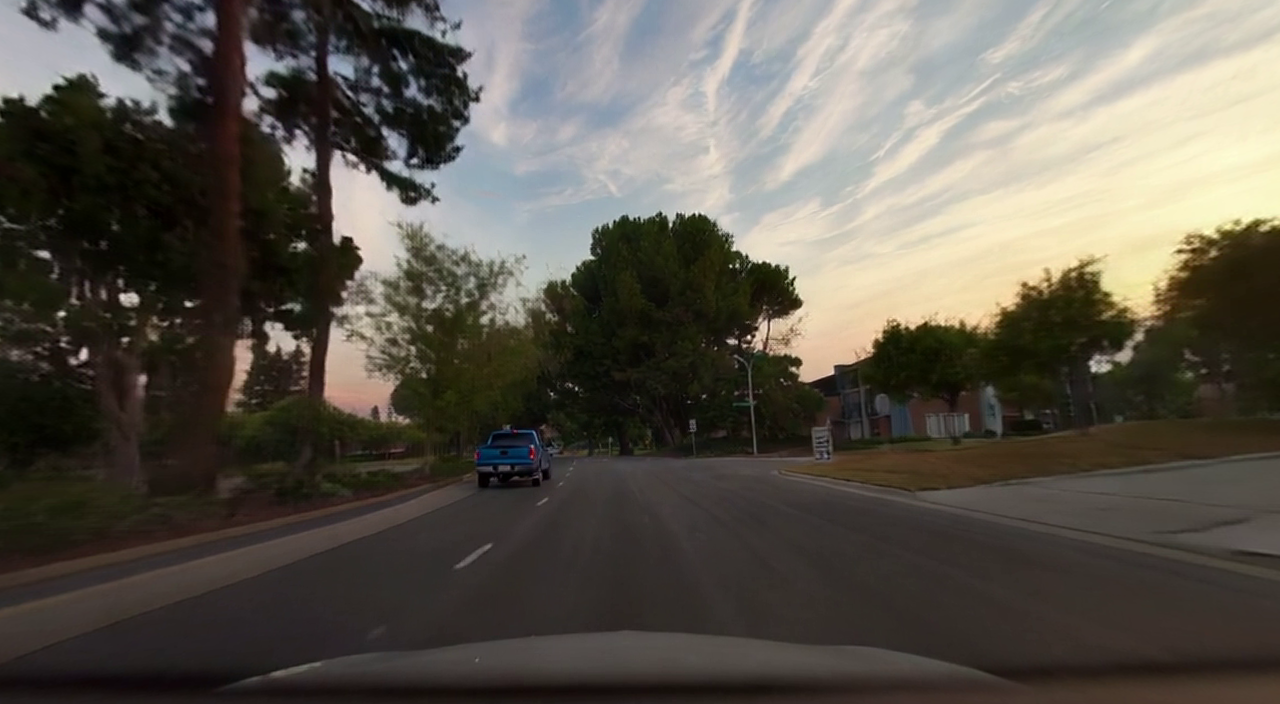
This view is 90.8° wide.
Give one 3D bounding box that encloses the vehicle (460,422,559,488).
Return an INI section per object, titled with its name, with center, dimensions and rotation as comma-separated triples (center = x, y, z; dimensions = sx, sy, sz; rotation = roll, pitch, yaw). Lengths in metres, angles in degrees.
[vehicle]
center = -4.178, 3.449, 21.460
dimensions = 2.267, 1.849, 6.402
rotation = 0, -9, -3
